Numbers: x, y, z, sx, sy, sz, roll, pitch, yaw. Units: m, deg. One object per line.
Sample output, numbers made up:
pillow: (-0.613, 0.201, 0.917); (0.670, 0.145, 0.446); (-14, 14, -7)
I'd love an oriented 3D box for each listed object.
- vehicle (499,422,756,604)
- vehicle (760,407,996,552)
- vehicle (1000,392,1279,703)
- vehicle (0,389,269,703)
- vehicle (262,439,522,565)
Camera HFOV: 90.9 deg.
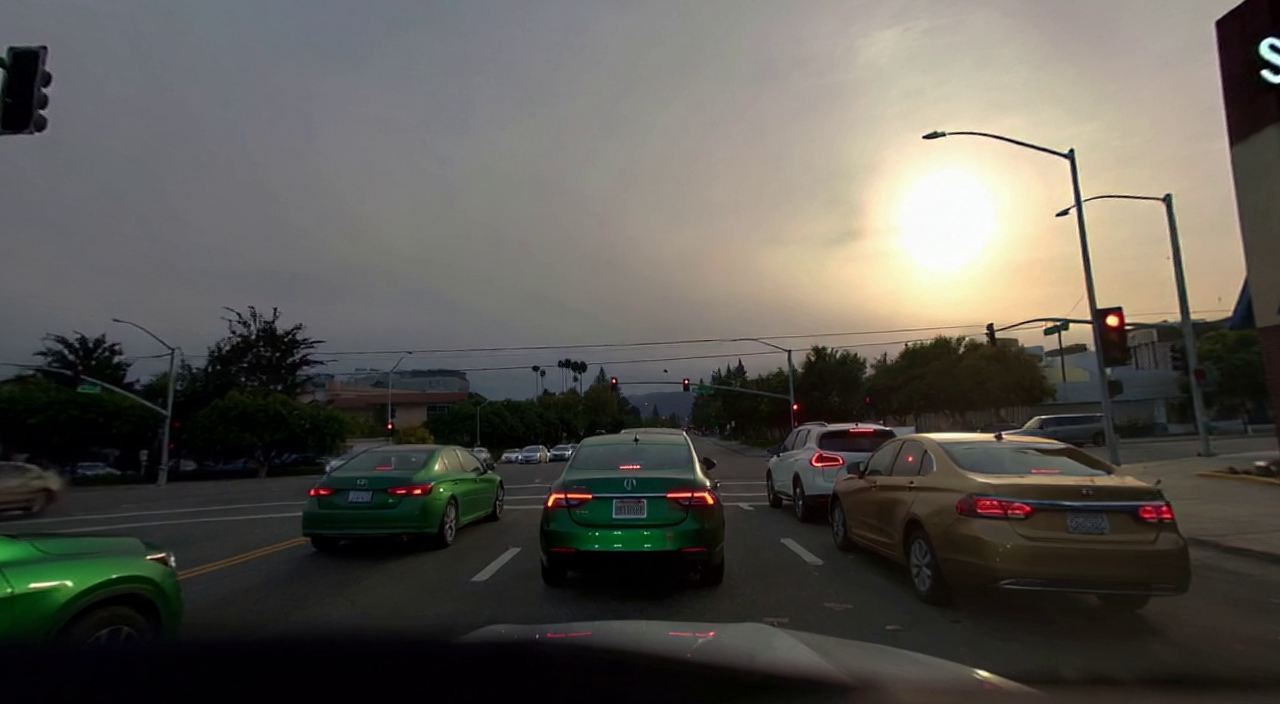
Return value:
vehicle: (-0.133, 1.649, 7.382); (2.140, 1.499, 4.119); (0, -8, -1)
vehicle: (3.307, 1.866, 9.839); (1.992, 1.744, 4.183); (0, -8, 0)
vehicle: (3.936, 0.972, 3.108); (1.800, 1.519, 4.198); (0, -8, 0)
vehicle: (-3.474, 0.841, 1.841); (2.016, 1.547, 4.414); (0, -8, 1)
vehicle: (-3.299, 2.068, 9.544); (1.995, 1.436, 4.373); (-1, -8, 2)
